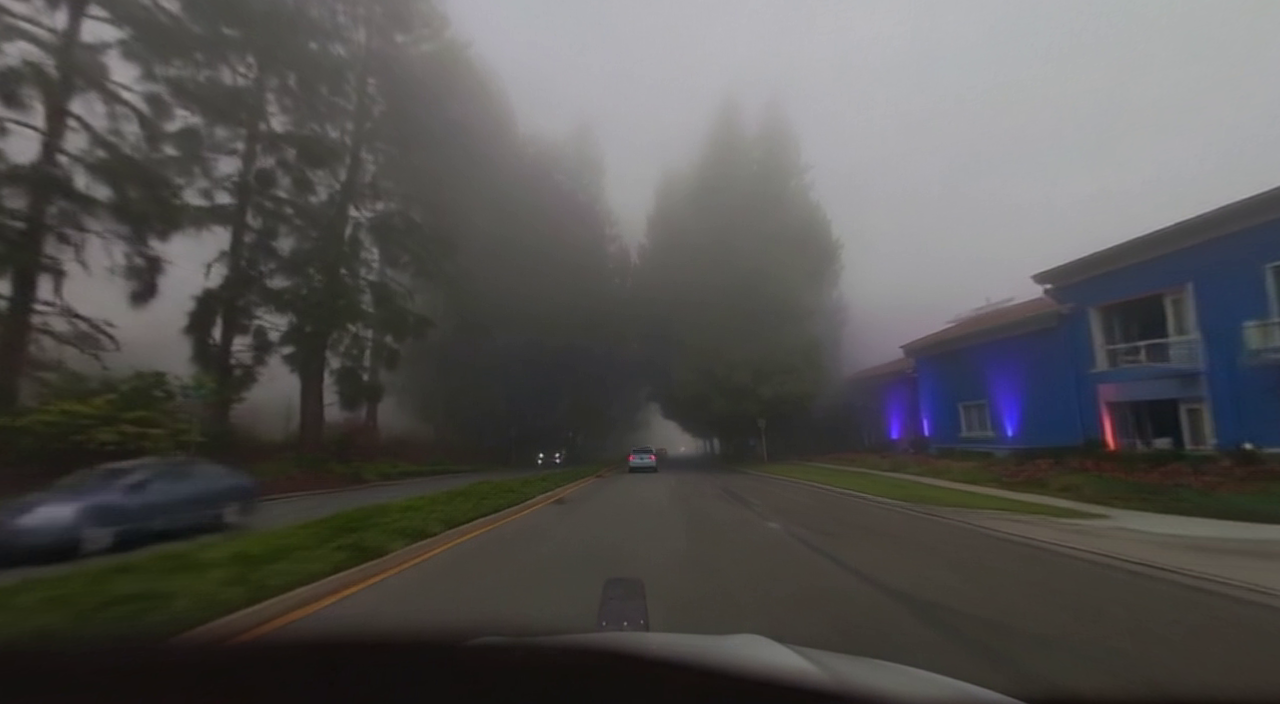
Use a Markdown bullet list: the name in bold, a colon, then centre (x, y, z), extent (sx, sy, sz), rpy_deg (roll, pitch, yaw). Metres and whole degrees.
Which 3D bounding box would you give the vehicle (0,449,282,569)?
- **vehicle**: centre (-8.259, 2.340, 10.277), extent (2.040, 1.465, 4.448), rpy_deg (0, -8, 3)

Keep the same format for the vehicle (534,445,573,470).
- **vehicle**: centre (-6.501, 7.973, 47.790), extent (2.055, 1.757, 4.584), rpy_deg (0, -8, 3)

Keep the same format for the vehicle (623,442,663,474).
- **vehicle**: centre (0.230, 6.040, 36.109), extent (2.129, 1.713, 4.314), rpy_deg (0, -8, 2)
